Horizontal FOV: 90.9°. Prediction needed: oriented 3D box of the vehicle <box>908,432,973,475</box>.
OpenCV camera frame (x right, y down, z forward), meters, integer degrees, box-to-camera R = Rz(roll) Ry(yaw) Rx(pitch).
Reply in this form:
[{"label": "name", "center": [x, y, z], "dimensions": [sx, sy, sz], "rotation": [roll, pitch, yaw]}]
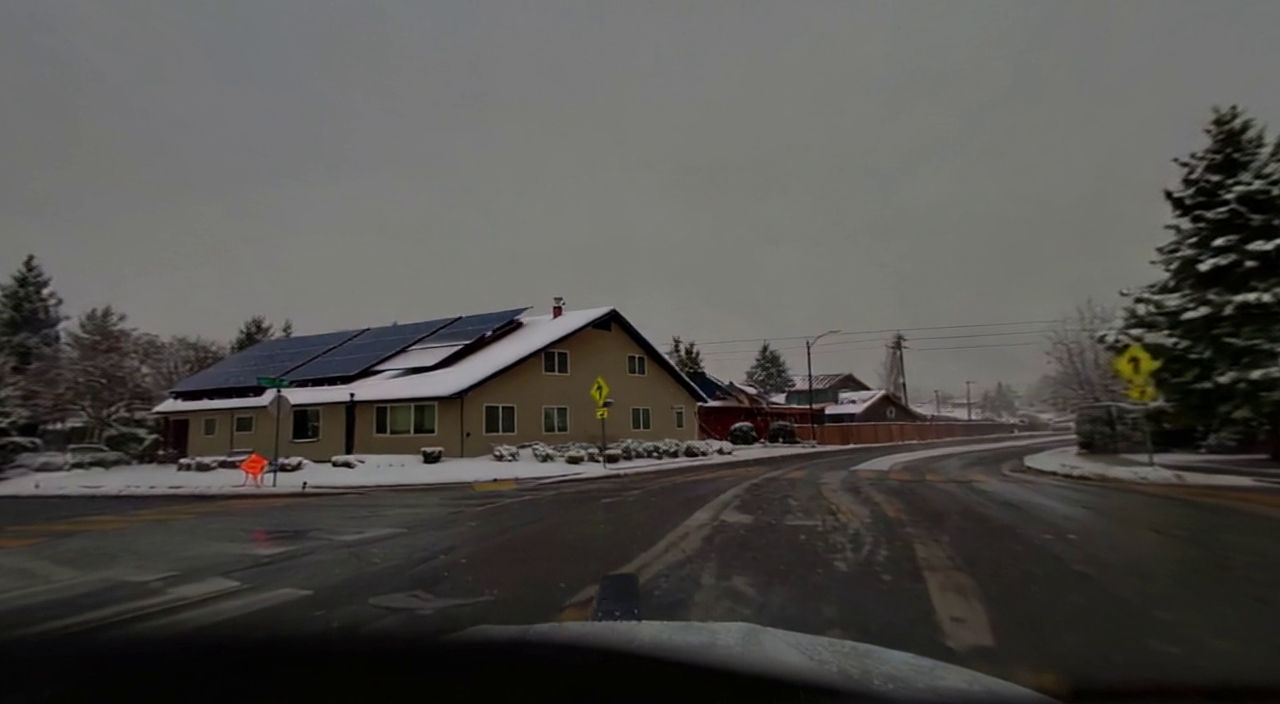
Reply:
[{"label": "vehicle", "center": [11.432, 3.762, 23.834], "dimensions": [1.966, 1.455, 4.075], "rotation": [-4, -9, 28]}]
